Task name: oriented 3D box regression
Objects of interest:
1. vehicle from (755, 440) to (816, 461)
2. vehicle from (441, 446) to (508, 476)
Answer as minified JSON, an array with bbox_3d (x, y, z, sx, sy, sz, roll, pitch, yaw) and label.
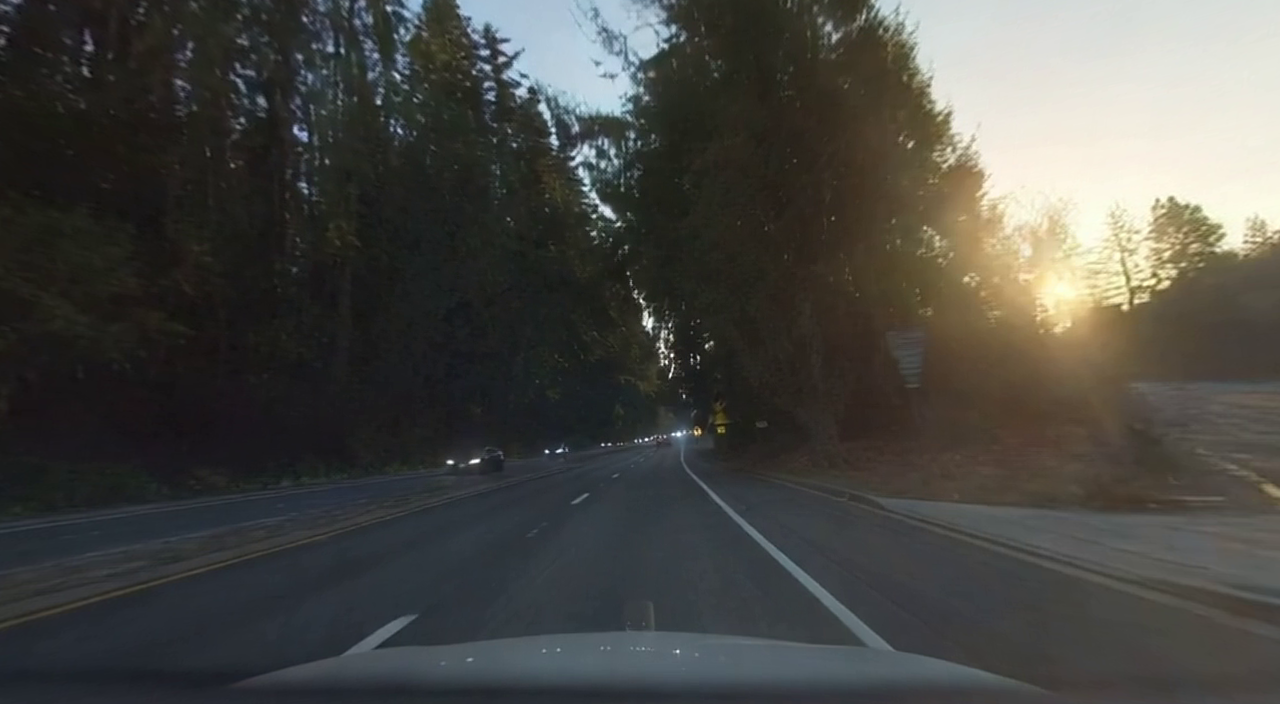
[{"bbox_3d":[11.380,7.685,49.381,4.227,1.608,2.018,0,-8,-3],"label":"vehicle"},{"bbox_3d":[-8.369,5.530,32.266,2.162,1.438,4.374,0,-8,2],"label":"vehicle"}]
